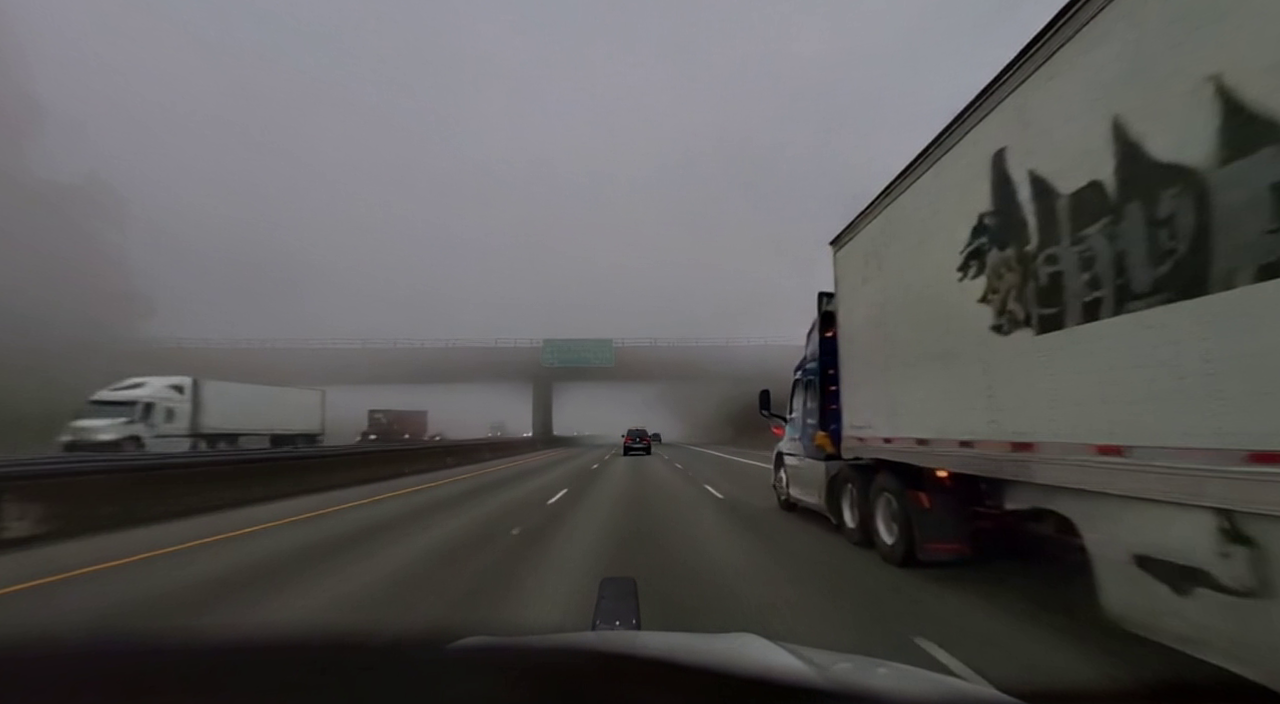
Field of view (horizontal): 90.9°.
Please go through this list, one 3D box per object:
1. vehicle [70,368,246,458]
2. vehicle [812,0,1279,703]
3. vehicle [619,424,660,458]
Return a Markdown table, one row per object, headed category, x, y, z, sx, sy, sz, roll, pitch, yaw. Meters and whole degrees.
| category | x | y | z | sx | sy | sz | roll | pitch | yaw |
| --- | --- | --- | --- | --- | --- | --- | --- | --- | --- |
| vehicle | -23.506 | 3.142 | 31.351 | 3.010 | 3.948 | 6.974 | 0 | -8 | 1 |
| vehicle | 4.094 | -0.363 | 1.839 | 2.987 | 4.021 | 14.105 | 0 | -8 | -1 |
| vehicle | -0.056 | 5.298 | 37.579 | 2.277 | 1.913 | 4.510 | 0 | -8 | -1 |
